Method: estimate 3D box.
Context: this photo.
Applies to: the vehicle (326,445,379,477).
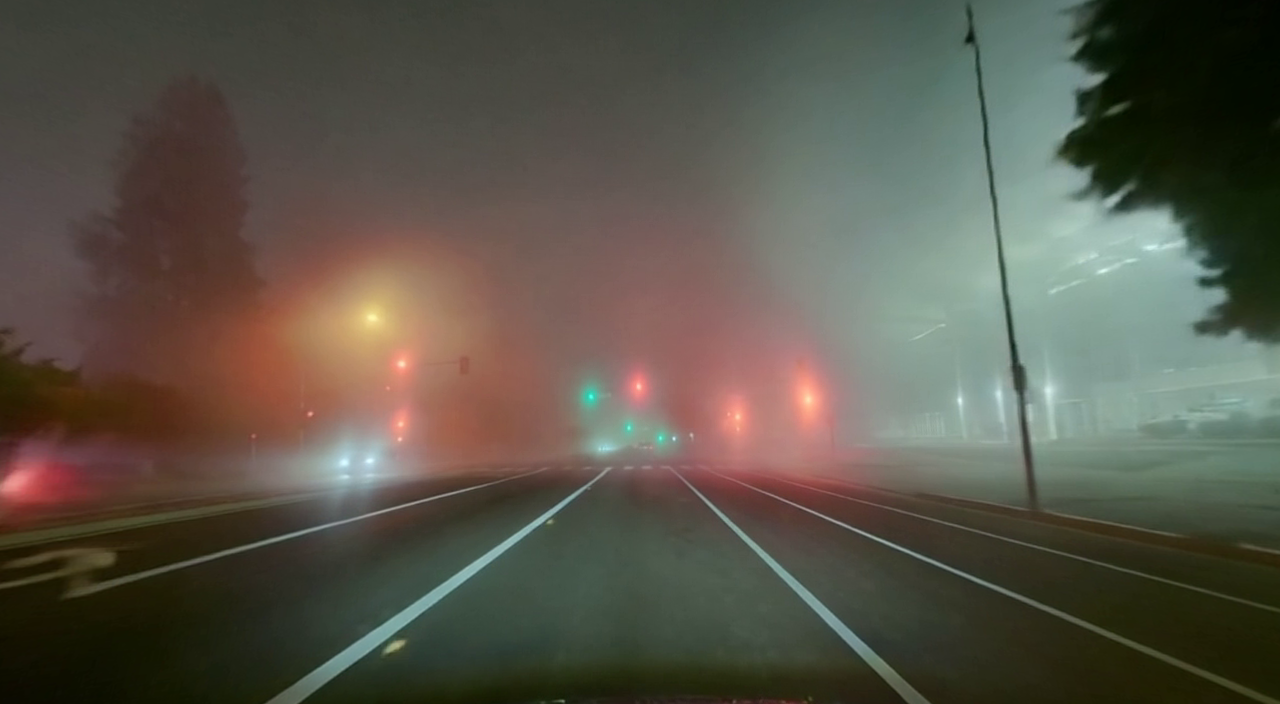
[{"bbox_3d":[-16.643,6.284,36.741,1.999,1.710,4.228,2,-8,-14],"label":"vehicle"}]
